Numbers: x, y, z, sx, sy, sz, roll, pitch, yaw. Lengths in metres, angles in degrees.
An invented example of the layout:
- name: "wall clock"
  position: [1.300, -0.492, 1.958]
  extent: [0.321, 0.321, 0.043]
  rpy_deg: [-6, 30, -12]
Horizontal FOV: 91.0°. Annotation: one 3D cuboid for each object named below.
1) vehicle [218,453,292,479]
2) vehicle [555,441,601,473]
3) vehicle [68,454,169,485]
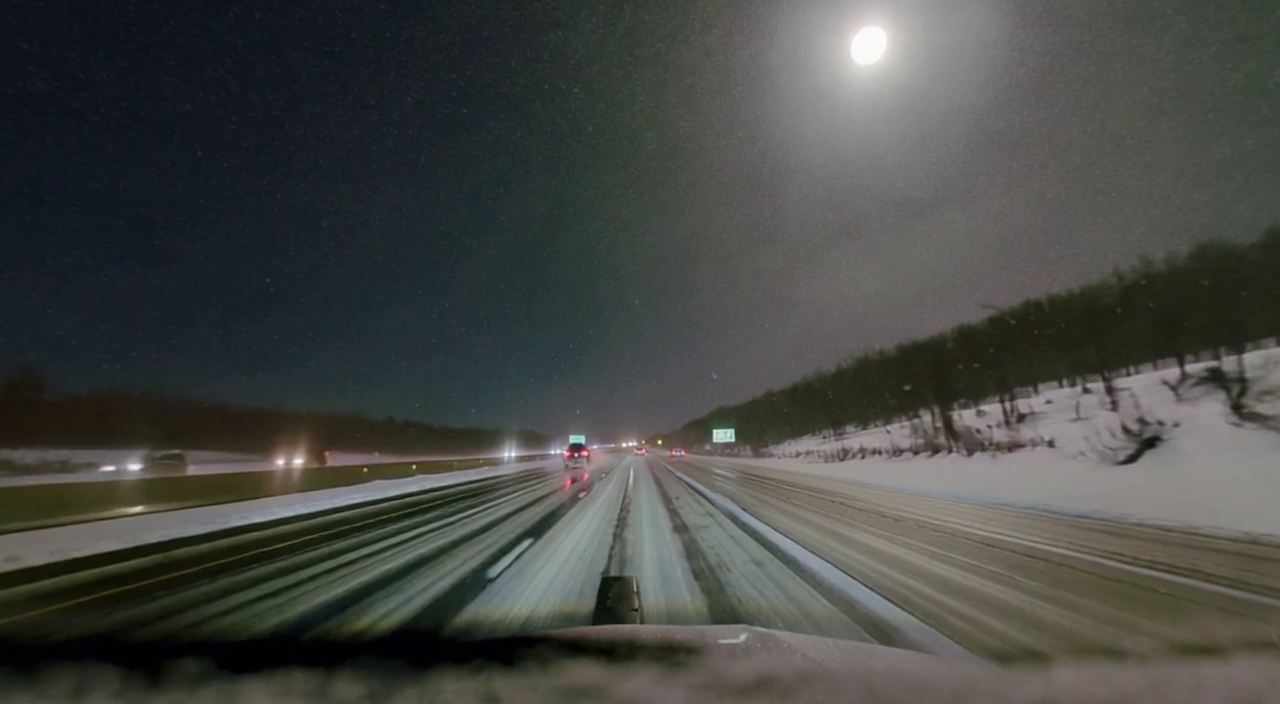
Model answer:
- name: "vehicle"
  position: [-25.172, 7.462, 41.404]
  extent: [1.889, 1.543, 4.660]
  rpy_deg: [0, -9, 0]
- name: "vehicle"
  position: [-3.409, 5.860, 35.350]
  extent: [2.070, 1.707, 4.309]
  rpy_deg: [0, -9, 1]
- name: "vehicle"
  position: [-32.610, 7.321, 39.597]
  extent: [2.110, 1.758, 4.878]
  rpy_deg: [0, -9, 0]
